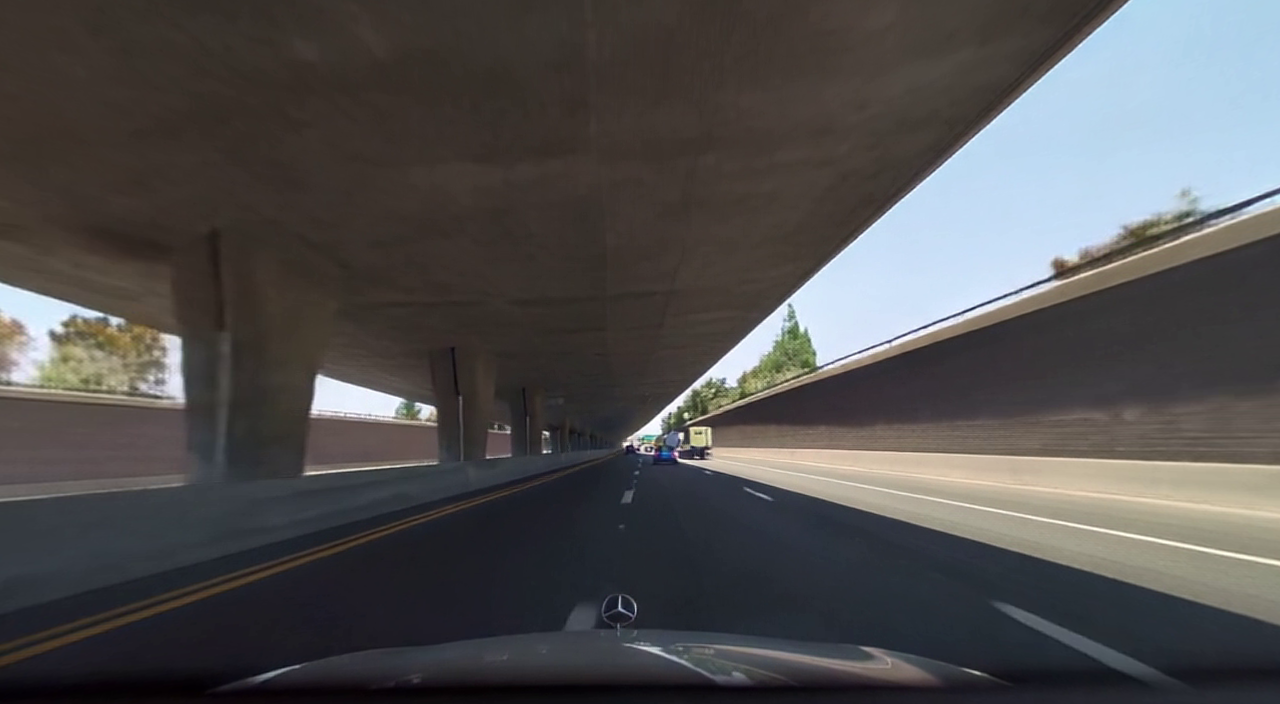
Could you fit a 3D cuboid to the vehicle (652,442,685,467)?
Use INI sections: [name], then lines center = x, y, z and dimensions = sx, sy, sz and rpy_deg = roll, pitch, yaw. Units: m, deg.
[vehicle]
center = 1.873, 6.915, 42.416
dimensions = 1.970, 1.560, 4.182
rpy_deg = 0, -9, 0
